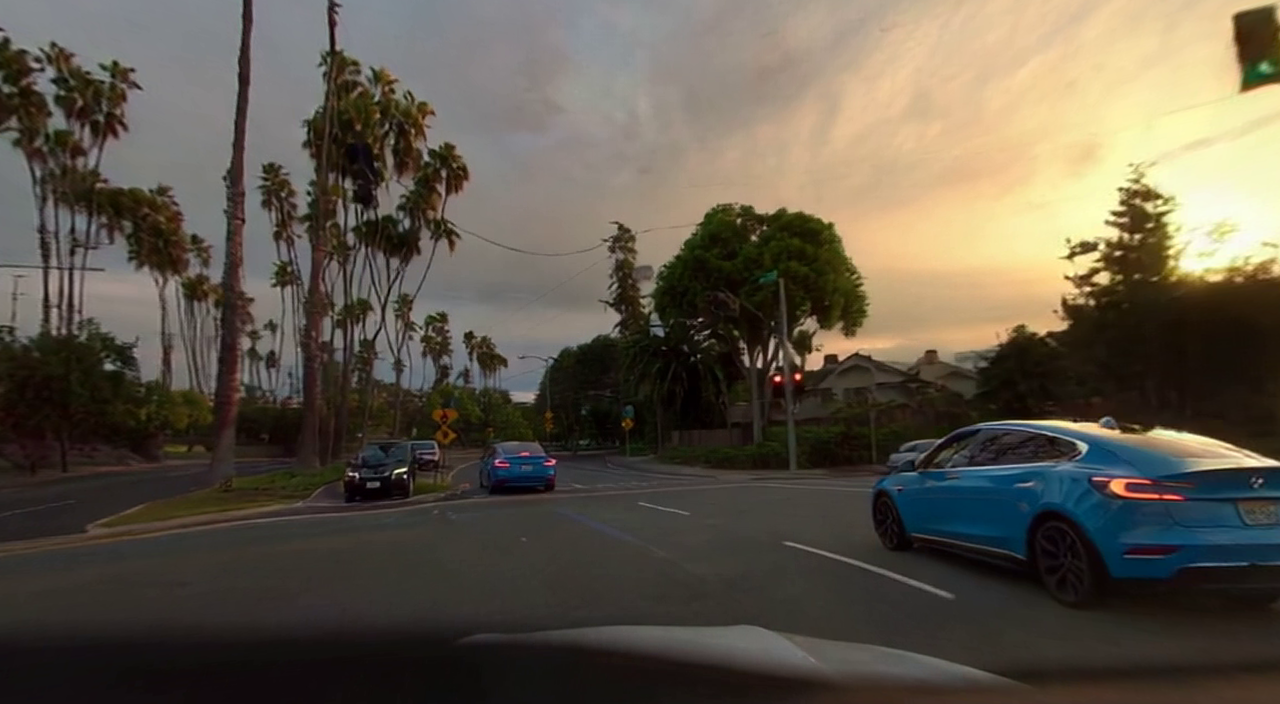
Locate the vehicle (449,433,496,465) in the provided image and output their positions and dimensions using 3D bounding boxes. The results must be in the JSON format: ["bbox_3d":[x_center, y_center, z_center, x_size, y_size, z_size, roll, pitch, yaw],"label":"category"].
[{"bbox_3d":[-10.777,6.197,40.446,2.272,1.891,4.562,3,-9,-22],"label":"vehicle"}]

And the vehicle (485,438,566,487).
[{"bbox_3d":[-4.617,4.281,24.886,2.341,1.709,4.466,3,-9,-20],"label":"vehicle"}]

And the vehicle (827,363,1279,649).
[{"bbox_3d":[4.046,1.355,6.707,2.205,1.803,5.135,0,-9,-4],"label":"vehicle"}]

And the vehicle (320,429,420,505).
[{"bbox_3d":[-7.911,3.322,18.807,2.283,1.878,5.384,3,-9,-21],"label":"vehicle"}]
